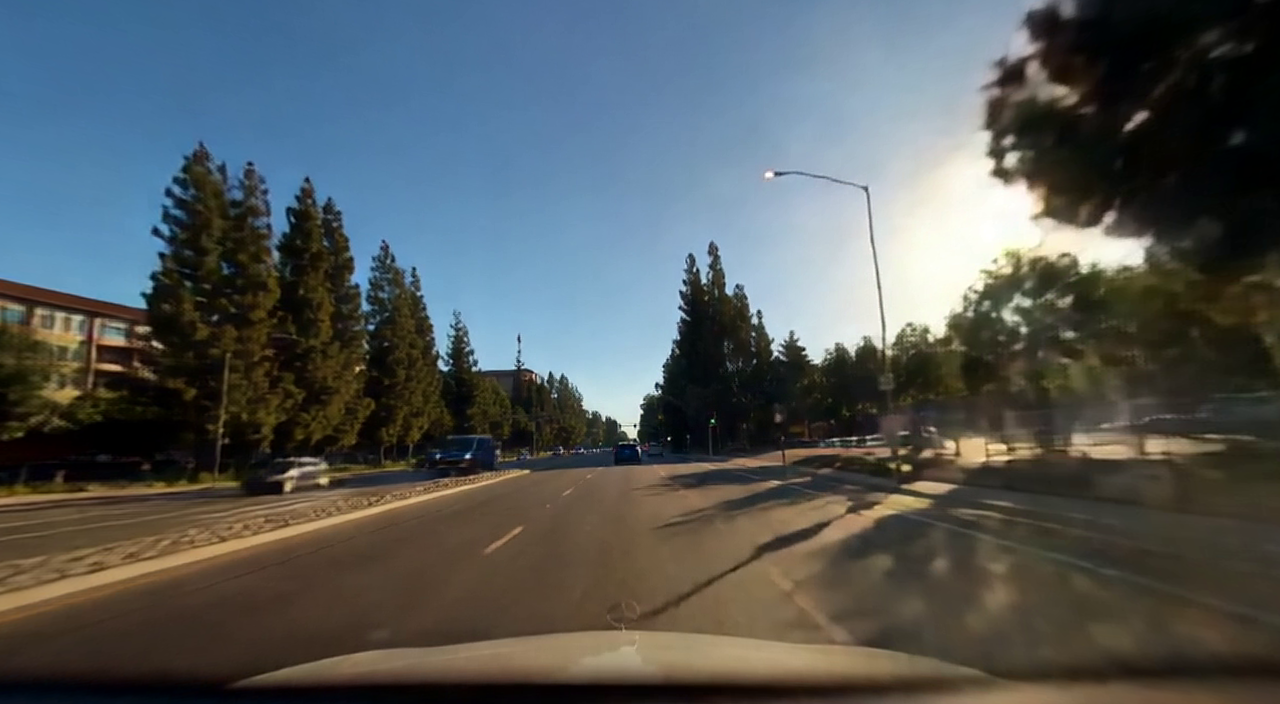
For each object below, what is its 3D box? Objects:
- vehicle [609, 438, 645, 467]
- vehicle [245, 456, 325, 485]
[{"bbox_3d":[-0.776,6.390,40.139,2.174,1.703,4.231,0,-9,0],"label":"vehicle"},{"bbox_3d":[-20.353,6.803,36.496,2.018,1.481,4.687,0,-9,-1],"label":"vehicle"}]
